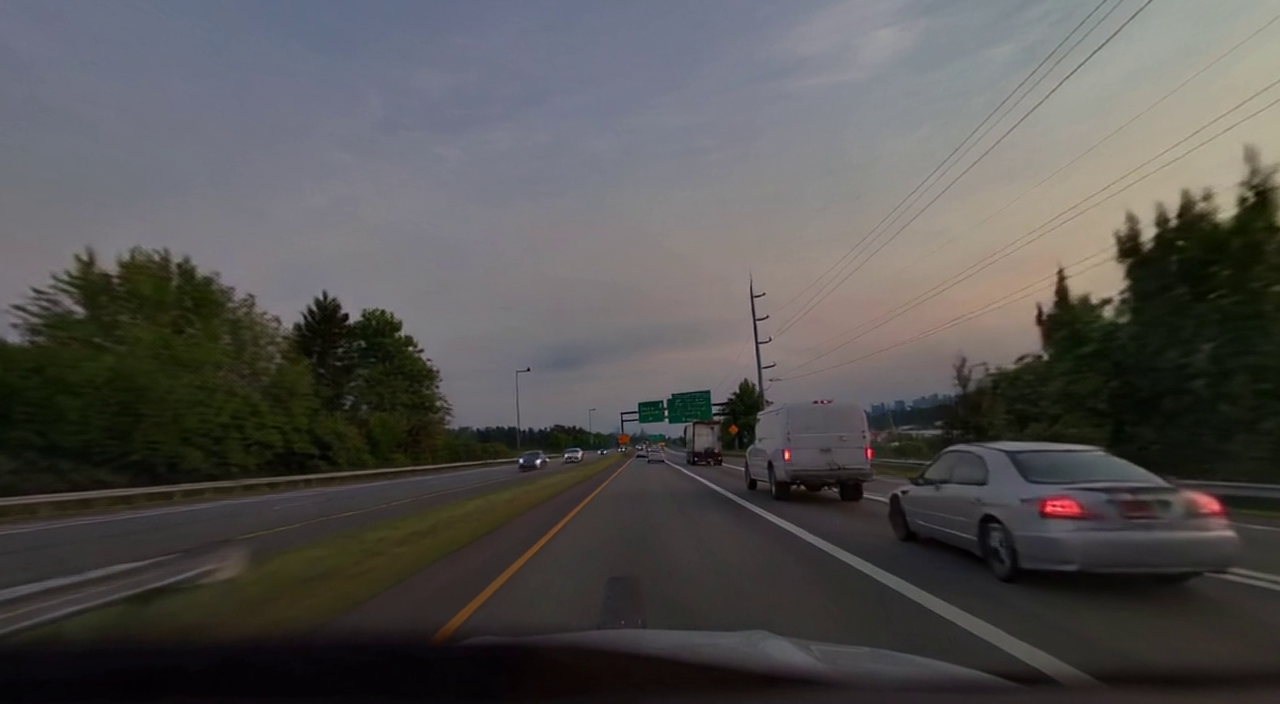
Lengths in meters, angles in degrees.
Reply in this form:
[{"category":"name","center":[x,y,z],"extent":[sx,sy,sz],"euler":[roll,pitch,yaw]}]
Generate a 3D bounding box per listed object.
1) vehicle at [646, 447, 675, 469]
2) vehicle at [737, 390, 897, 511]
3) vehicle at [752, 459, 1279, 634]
[{"category":"vehicle","center":[1.435,7.581,45.375],"extent":[2.049,1.500,3.790],"euler":[0,-9,1]},{"category":"vehicle","center":[4.555,2.731,17.623],"extent":[2.569,2.783,5.984],"euler":[0,-9,-1]},{"category":"vehicle","center":[4.635,2.576,11.346],"extent":[2.472,1.036,13.239],"euler":[-1,-9,-2]}]
